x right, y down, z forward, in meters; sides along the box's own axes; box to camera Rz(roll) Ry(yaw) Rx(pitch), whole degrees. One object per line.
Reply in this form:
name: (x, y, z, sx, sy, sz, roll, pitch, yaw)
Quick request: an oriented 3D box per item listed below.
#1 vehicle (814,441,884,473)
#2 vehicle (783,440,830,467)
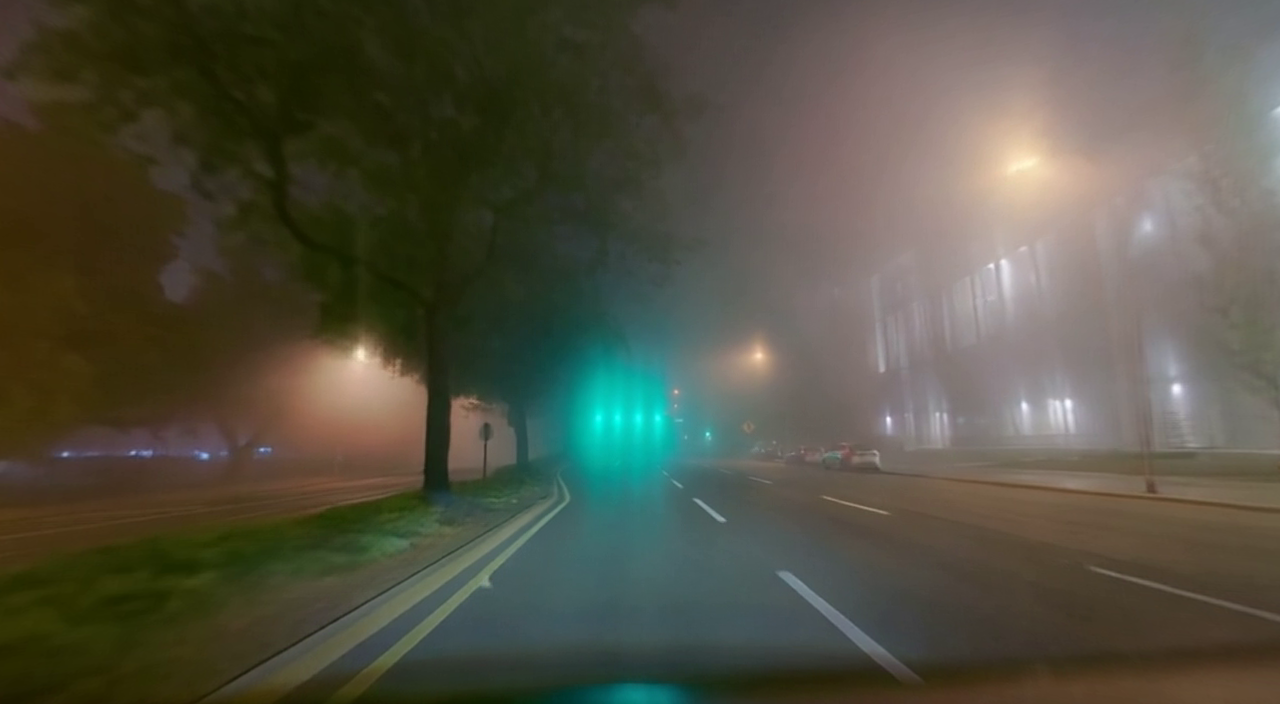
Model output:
vehicle: (10.319, 5.206, 31.553, 1.956, 1.462, 4.306, 0, -9, -1)
vehicle: (10.396, 6.368, 39.714, 1.889, 1.631, 4.021, 0, -9, 0)
